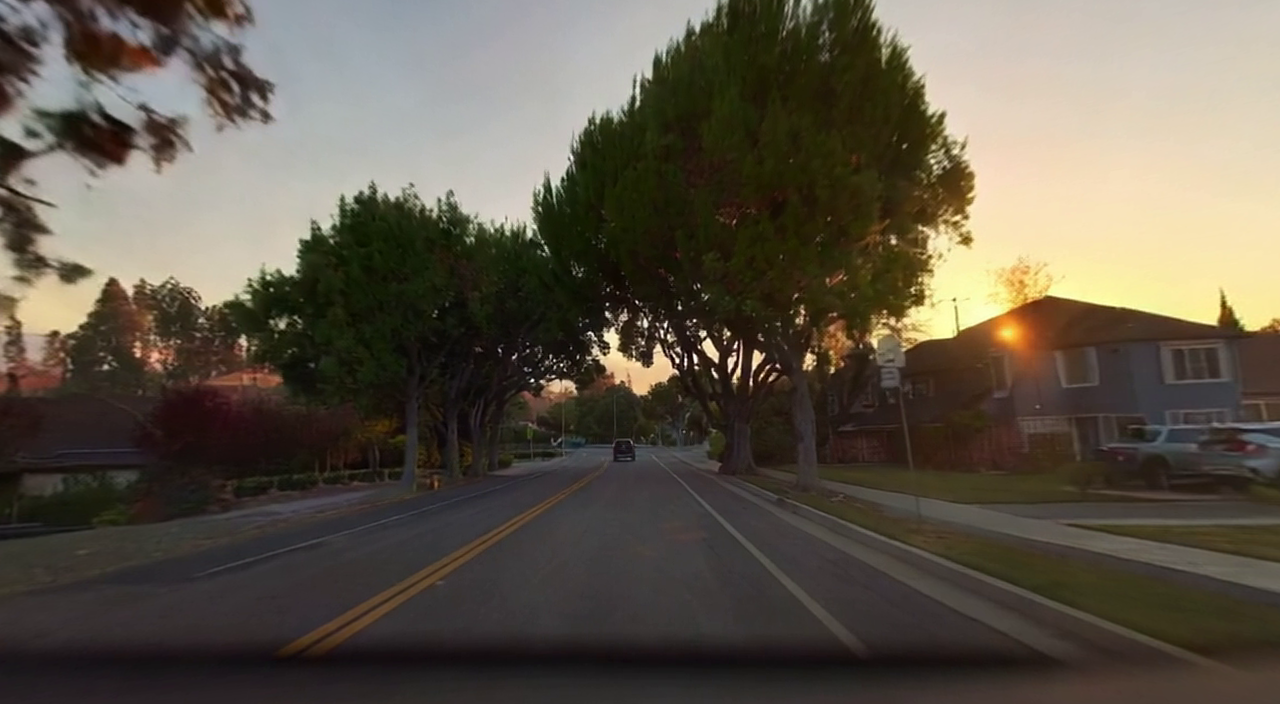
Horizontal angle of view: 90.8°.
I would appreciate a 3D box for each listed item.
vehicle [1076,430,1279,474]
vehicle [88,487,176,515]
[{"bbox_3d":[14.558,2.725,17.335,1.987,1.039,4.499,0,-9,0],"label":"vehicle"},{"bbox_3d":[-29.385,8.612,36.589,3.675,1.432,1.636,-1,-9,3],"label":"vehicle"}]
